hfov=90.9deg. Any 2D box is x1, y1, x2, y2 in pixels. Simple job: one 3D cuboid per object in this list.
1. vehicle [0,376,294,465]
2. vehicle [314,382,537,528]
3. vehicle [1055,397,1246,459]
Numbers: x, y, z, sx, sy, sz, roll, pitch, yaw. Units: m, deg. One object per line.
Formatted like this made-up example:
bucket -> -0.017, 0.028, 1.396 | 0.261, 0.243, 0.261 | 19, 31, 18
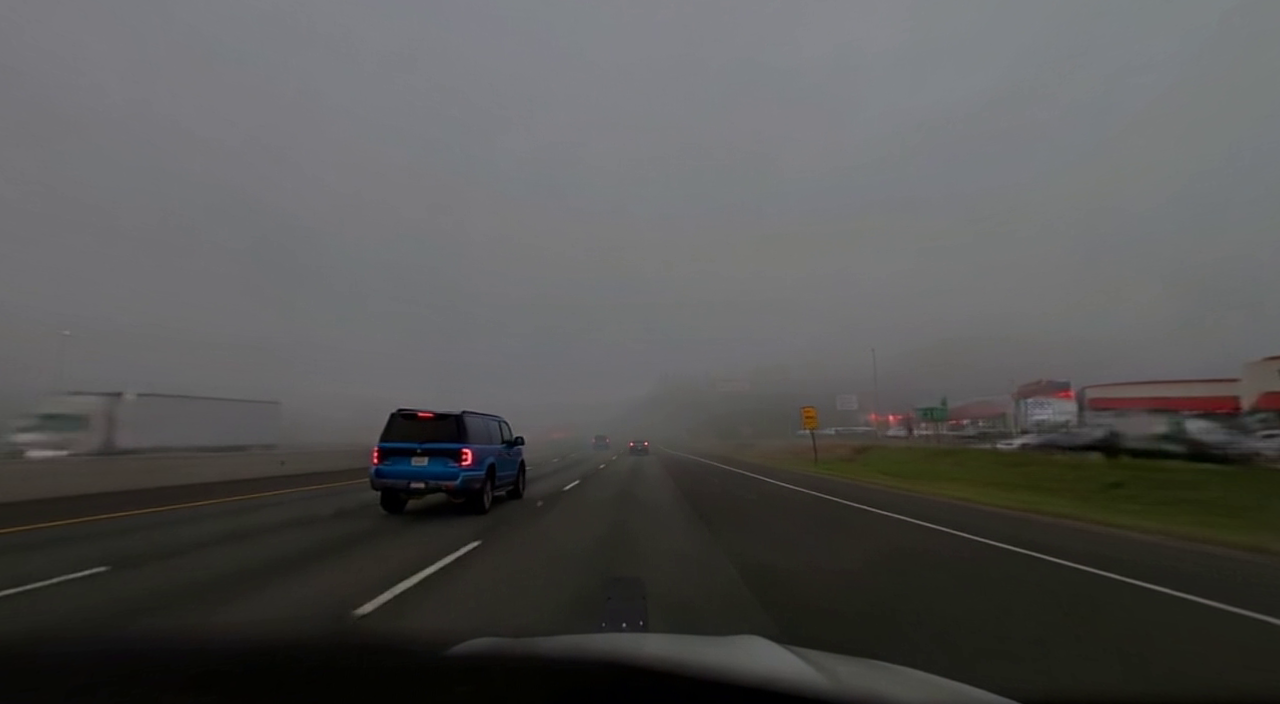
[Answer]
vehicle -> -29.592, 4.722, 39.930 | 3.197, 4.103, 21.465 | 0, -8, 1
vehicle -> -3.748, 1.987, 12.589 | 2.352, 2.209, 5.802 | 0, -8, 1
vehicle -> 16.685, 2.601, 21.096 | 2.044, 1.792, 5.081 | 0, -8, -1
